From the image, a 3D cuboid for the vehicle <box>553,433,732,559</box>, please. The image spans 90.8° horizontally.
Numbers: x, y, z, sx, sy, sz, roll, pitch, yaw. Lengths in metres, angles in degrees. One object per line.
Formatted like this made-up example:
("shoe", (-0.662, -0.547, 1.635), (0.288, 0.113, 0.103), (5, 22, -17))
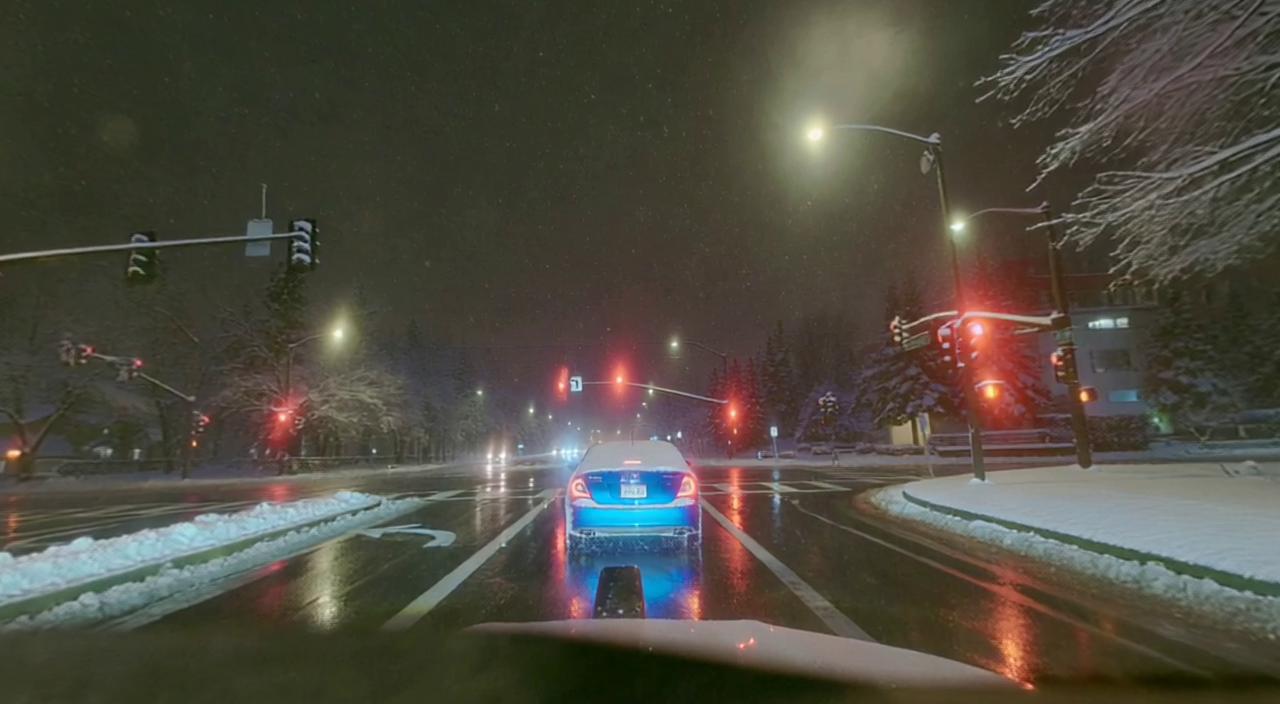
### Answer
("vehicle", (-0.005, 1.998, 9.500), (2.107, 1.470, 3.974), (0, -9, -1))
